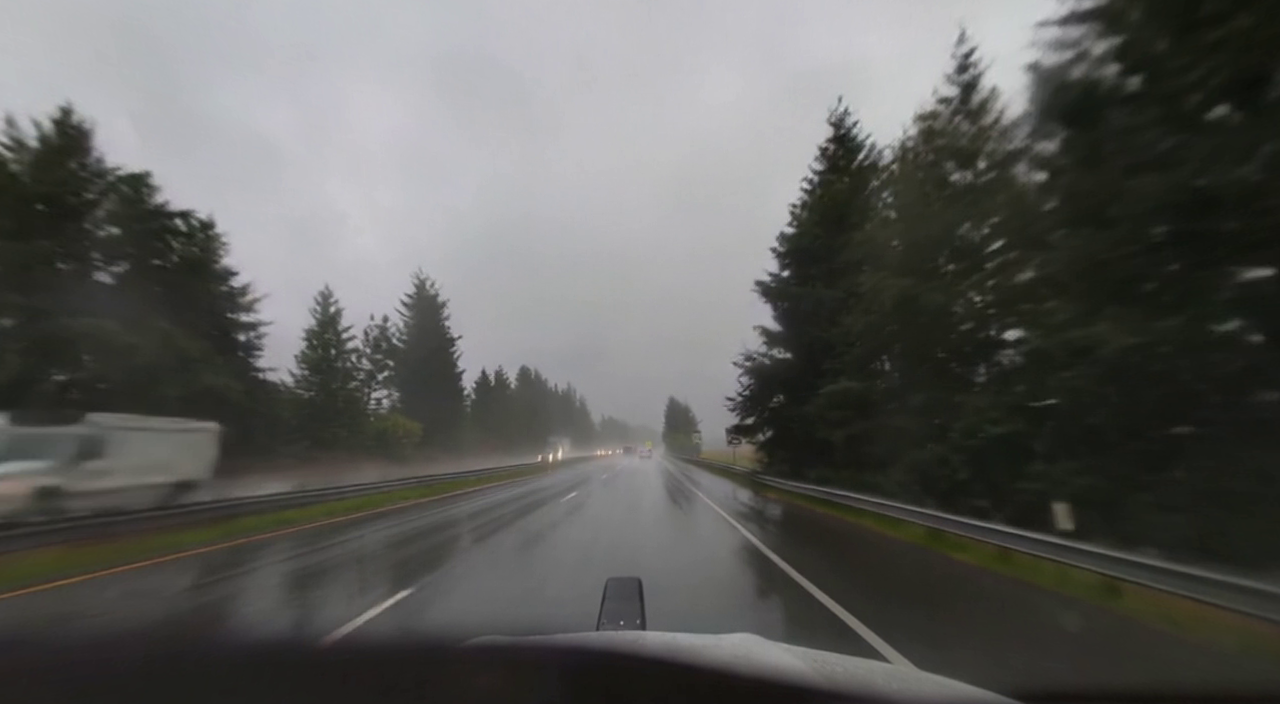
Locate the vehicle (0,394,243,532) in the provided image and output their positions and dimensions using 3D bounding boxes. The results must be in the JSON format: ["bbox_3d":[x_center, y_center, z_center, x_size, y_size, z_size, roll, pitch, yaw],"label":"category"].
[{"bbox_3d":[-11.888,2.413,14.034,2.436,2.436,5.427,0,-9,1],"label":"vehicle"}]
